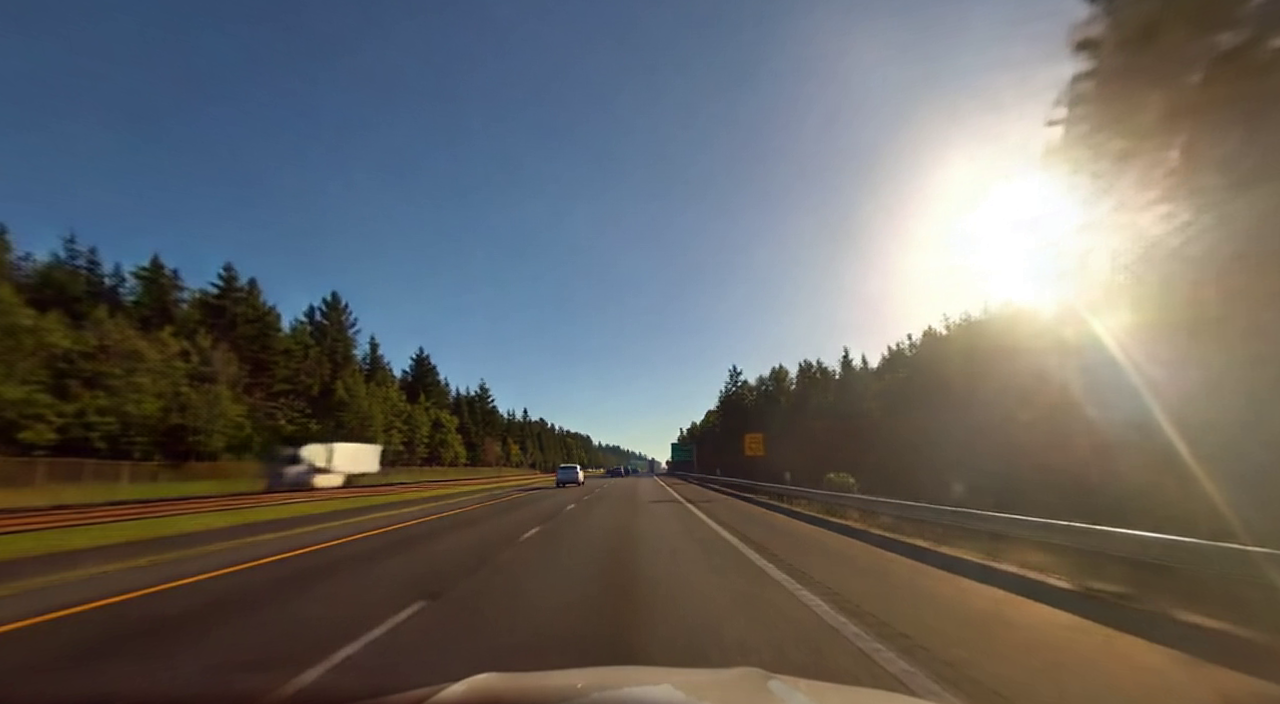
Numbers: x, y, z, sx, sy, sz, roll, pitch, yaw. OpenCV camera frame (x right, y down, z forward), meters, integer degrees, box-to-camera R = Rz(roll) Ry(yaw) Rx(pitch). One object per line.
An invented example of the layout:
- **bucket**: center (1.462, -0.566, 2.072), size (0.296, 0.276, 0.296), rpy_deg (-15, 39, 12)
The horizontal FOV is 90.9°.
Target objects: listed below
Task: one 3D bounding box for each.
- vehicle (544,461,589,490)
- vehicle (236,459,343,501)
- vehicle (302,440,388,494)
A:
- **vehicle**: center (-4.330, 7.390, 37.869), size (2.180, 1.618, 4.219), rpy_deg (1, -10, 0)
- **vehicle**: center (-16.720, 6.124, 30.419), size (2.344, 1.775, 4.790), rpy_deg (1, -10, 0)
- **vehicle**: center (-16.713, 6.579, 36.100), size (2.420, 2.857, 4.628), rpy_deg (0, -10, 2)
